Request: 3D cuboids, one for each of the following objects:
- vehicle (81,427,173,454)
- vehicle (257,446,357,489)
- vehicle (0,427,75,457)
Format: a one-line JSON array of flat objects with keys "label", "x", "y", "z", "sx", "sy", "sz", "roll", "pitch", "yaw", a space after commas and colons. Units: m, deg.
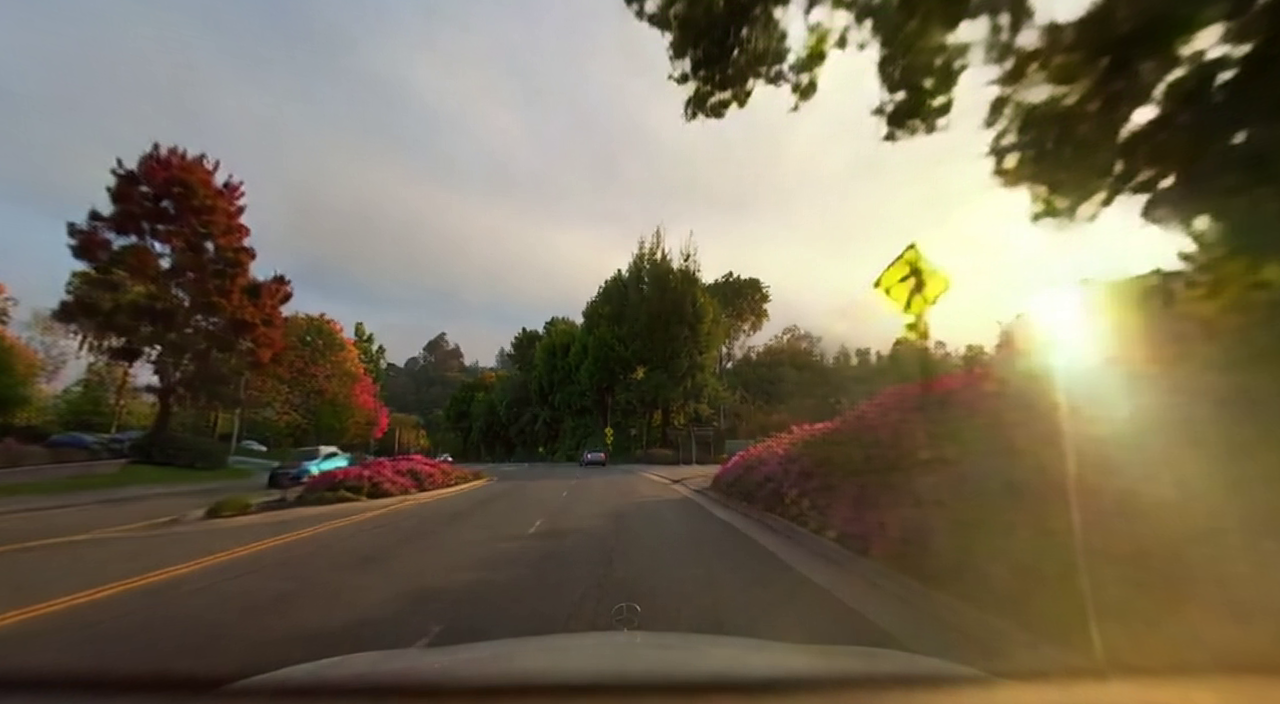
[{"label": "vehicle", "x": -34.007, "y": 5.921, "z": 41.907, "sx": 4.506, "sy": 1.654, "sz": 2.239, "roll": -3, "pitch": -10, "yaw": 12}, {"label": "vehicle", "x": -12.792, "y": 4.423, "z": 24.582, "sx": 1.793, "sy": 1.486, "sz": 4.048, "roll": 0, "pitch": -9, "yaw": -2}, {"label": "vehicle", "x": -35.237, "y": 5.218, "z": 36.476, "sx": 4.083, "sy": 1.464, "sz": 1.747, "roll": -2, "pitch": -16, "yaw": 16}]
